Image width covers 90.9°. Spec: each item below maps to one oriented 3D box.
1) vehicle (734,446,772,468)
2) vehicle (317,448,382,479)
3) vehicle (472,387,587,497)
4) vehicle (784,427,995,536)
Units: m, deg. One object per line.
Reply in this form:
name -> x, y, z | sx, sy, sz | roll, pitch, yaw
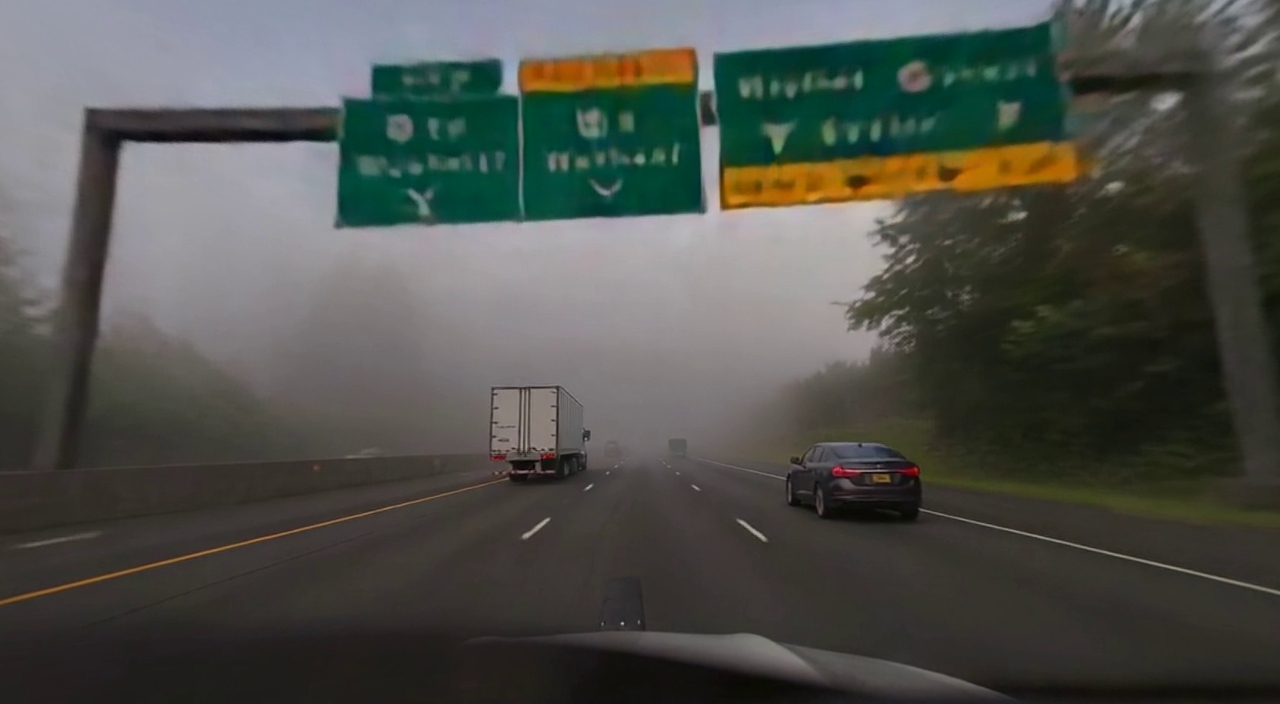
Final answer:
vehicle -> 8.089, 7.566, 45.517 | 1.876, 1.475, 4.185 | 0, -9, -1
vehicle -> -18.703, 7.186, 40.859 | 1.969, 1.914, 4.566 | 0, -9, 0
vehicle -> -3.496, 3.131, 21.740 | 2.667, 3.195, 6.731 | 0, -9, 0
vehicle -> 4.054, 2.176, 11.100 | 1.983, 1.545, 4.038 | 0, -9, -1
